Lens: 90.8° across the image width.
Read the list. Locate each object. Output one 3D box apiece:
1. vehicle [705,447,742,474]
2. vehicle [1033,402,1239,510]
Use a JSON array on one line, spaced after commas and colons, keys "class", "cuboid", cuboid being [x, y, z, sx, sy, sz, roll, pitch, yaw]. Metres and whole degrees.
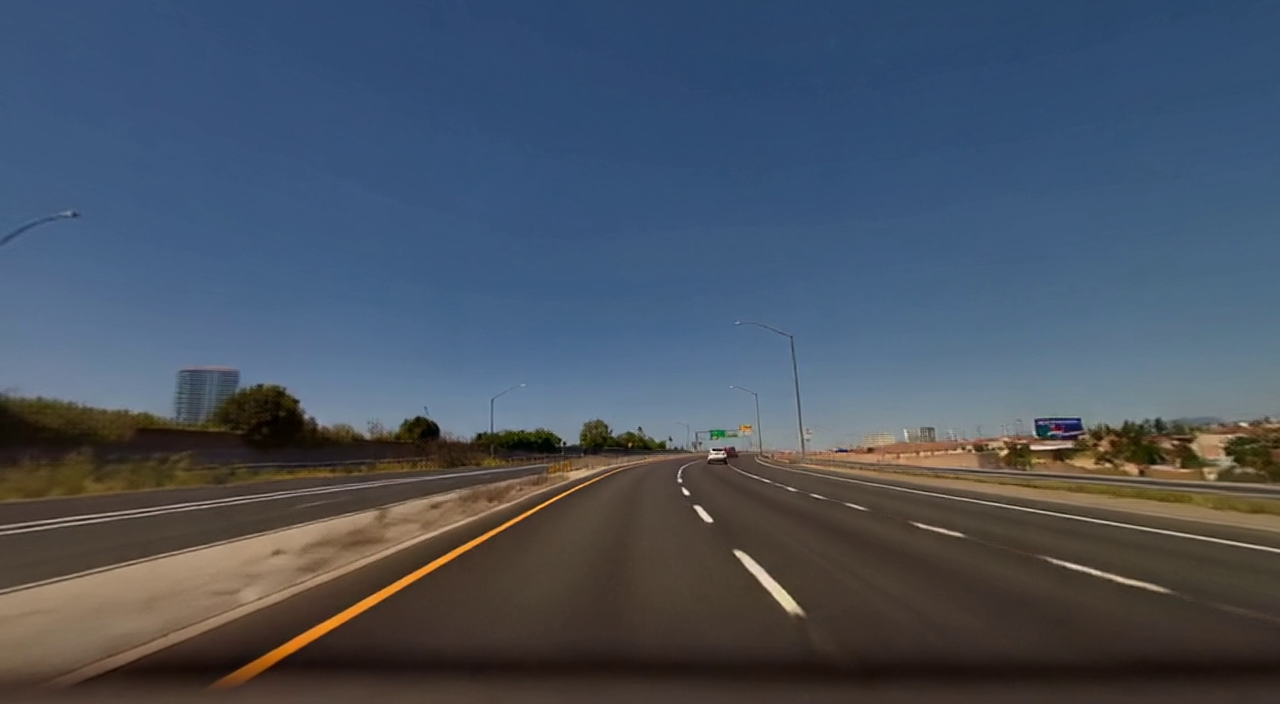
[{"class": "vehicle", "cuboid": [5.063, 6.613, 38.745, 1.874, 1.506, 4.116, -1, -9, 3]}, {"class": "vehicle", "cuboid": [12.545, 2.668, 16.302, 3.055, 2.511, 2.572, -1, -9, 5]}]
